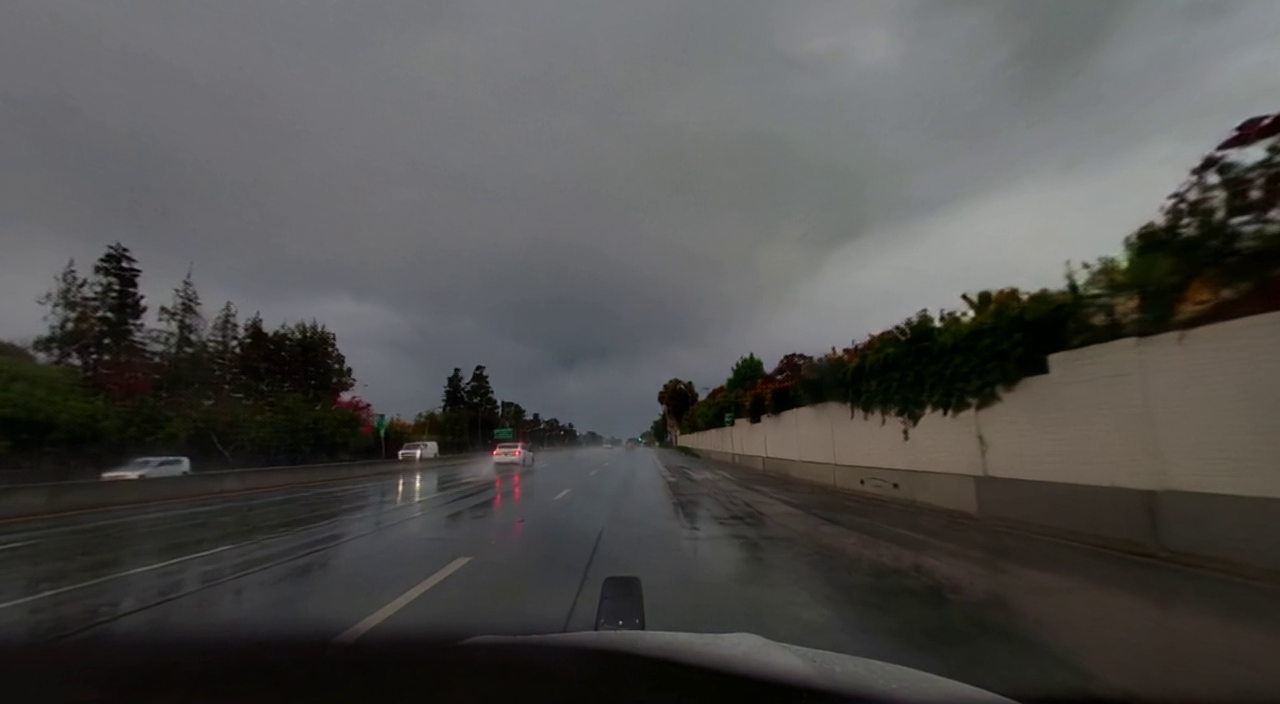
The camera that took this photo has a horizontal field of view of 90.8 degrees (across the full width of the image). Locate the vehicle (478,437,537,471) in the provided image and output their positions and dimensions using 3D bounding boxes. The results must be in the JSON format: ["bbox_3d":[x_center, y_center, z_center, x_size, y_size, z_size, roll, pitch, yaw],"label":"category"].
[{"bbox_3d":[-7.175,5.592,34.761,2.115,1.711,4.722,0,-8,2],"label":"vehicle"}]

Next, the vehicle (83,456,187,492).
[{"bbox_3d":[-27.320,6.558,34.417,1.958,1.712,4.643,0,-8,-2],"label":"vehicle"}]
